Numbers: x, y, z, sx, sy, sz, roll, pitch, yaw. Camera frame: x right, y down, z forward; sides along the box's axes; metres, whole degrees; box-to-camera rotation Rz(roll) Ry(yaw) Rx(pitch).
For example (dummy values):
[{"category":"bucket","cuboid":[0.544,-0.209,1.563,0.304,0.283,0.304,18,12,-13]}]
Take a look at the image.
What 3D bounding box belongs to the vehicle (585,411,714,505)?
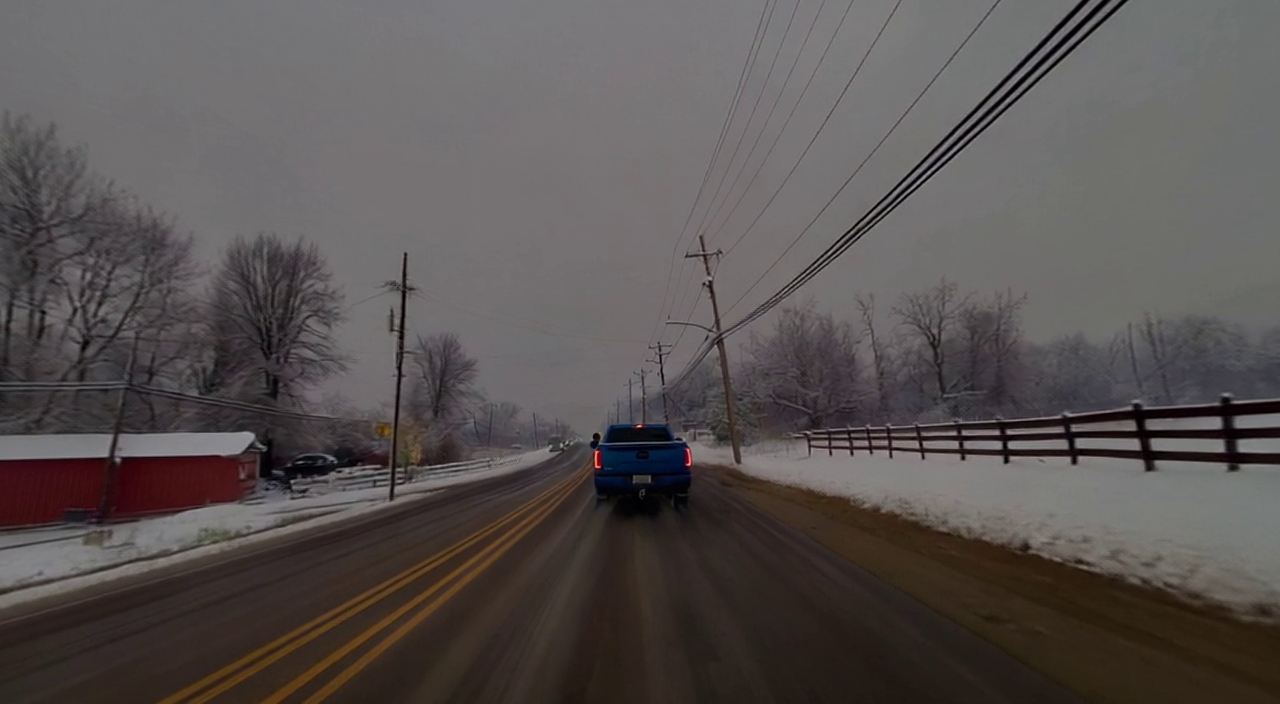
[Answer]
[{"category":"vehicle","cuboid":[0.078,2.693,16.442,2.693,1.941,6.356,0,-8,-2]}]
